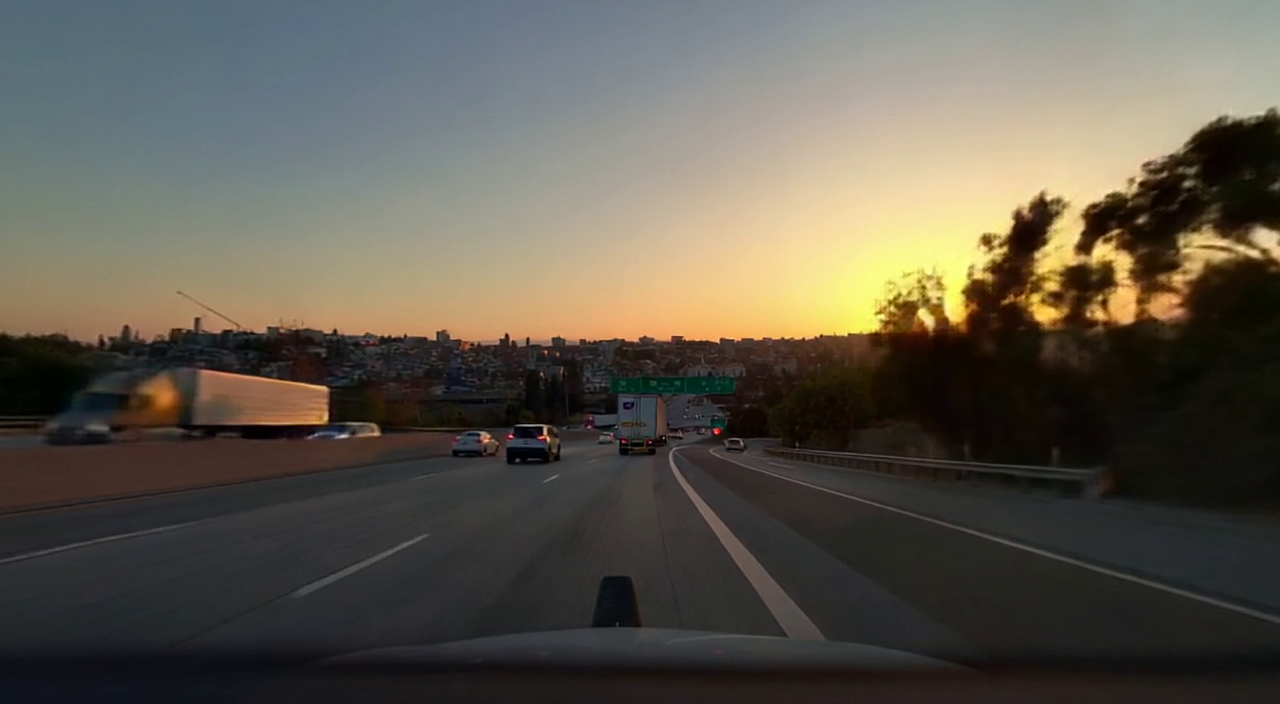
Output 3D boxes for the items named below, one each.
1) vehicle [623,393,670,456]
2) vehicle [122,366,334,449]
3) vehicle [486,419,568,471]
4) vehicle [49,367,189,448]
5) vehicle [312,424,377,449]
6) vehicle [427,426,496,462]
[{"bbox_3d":[0.501,5.391,46.044,3.024,4.019,10.605,0,-8,1],"label":"vehicle"},{"bbox_3d":[-23.861,3.677,38.219,2.960,4.104,14.061,0,-8,2],"label":"vehicle"},{"bbox_3d":[-4.185,3.516,24.044,2.119,1.787,4.655,0,-8,2],"label":"vehicle"},{"bbox_3d":[-24.128,2.665,29.339,2.853,3.414,3.777,1,-8,5],"label":"vehicle"},{"bbox_3d":[-19.355,5.561,41.391,1.893,1.598,4.324,-1,-8,4],"label":"vehicle"},{"bbox_3d":[-7.887,4.091,28.194,1.845,1.493,3.799,0,-8,2],"label":"vehicle"}]
